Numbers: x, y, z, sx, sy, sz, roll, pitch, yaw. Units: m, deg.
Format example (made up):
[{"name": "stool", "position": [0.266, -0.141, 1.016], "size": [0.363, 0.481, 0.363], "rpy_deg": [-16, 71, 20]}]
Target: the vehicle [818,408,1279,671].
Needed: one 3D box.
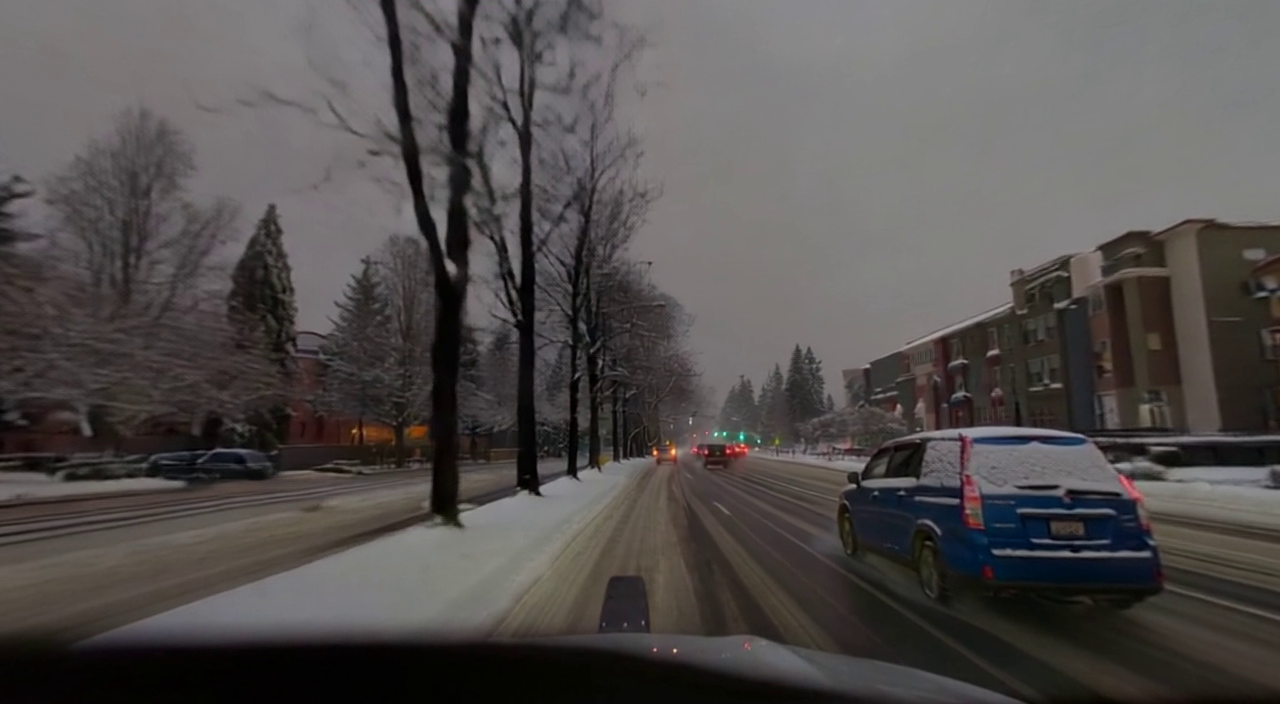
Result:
[{"name": "vehicle", "position": [3.221, 1.477, 6.021], "size": [1.901, 1.634, 3.952], "rpy_deg": [-1, -8, 1]}]

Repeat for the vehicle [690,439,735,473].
[{"name": "vehicle", "position": [4.193, 6.079, 37.095], "size": [2.154, 1.844, 4.634], "rpy_deg": [-1, -8, 1]}]
